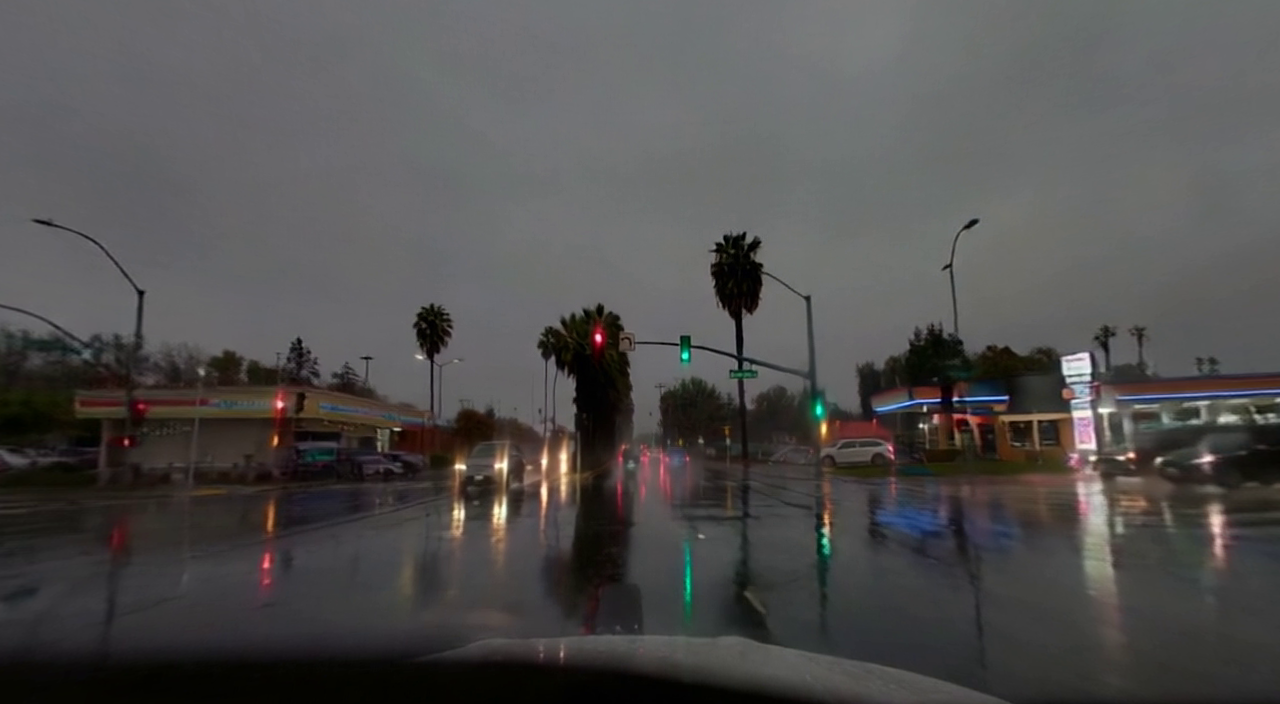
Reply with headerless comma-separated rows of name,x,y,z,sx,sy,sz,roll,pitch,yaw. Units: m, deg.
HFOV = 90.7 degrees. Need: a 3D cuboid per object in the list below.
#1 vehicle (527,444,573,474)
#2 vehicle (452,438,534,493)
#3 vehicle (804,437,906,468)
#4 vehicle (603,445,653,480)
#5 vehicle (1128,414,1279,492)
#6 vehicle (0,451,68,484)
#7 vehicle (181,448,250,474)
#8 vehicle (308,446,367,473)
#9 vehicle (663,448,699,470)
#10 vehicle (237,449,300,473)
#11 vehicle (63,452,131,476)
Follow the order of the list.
vehicle,-5.326,6.397,38.031,2.060,1.643,4.359,0,-9,1
vehicle,-5.259,4.068,23.257,2.032,1.747,4.479,-2,-8,-1
vehicle,13.665,6.406,40.440,5.718,1.911,2.088,0,-9,-2
vehicle,-0.569,5.124,29.686,2.160,1.508,4.319,0,-9,-1
vehicle,17.107,2.774,17.555,5.173,1.976,2.223,0,-9,0
vehicle,-33.838,6.179,33.966,1.913,1.638,4.553,0,-9,0
vehicle,-31.093,7.989,46.539,2.009,1.790,4.501,0,-9,-2
vehicle,-22.020,7.835,46.302,2.061,1.816,4.979,0,-9,-3
vehicle,2.766,7.348,43.666,2.060,1.471,4.168,0,-9,-2
vehicle,-27.277,8.017,46.618,1.969,1.627,4.508,0,-9,-2
vehicle,-40.325,8.284,47.113,1.791,1.696,3.791,0,-9,-3
